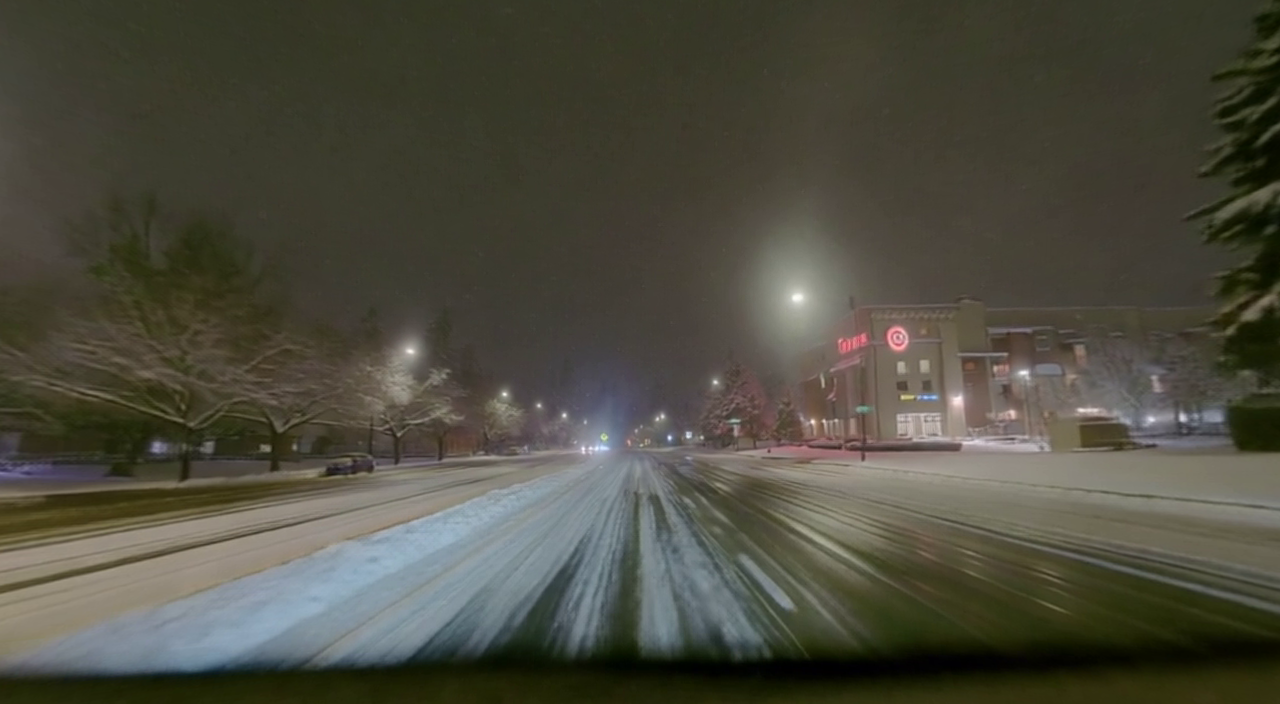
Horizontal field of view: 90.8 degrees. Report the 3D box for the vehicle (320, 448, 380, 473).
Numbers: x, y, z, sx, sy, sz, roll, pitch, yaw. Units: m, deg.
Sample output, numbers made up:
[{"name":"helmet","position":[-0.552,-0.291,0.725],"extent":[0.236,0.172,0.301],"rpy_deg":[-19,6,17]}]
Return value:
[{"name":"vehicle","position":[-19.339,7.240,42.342],"extent":[2.018,1.476,4.310],"rpy_deg":[-2,-8,-1]}]
